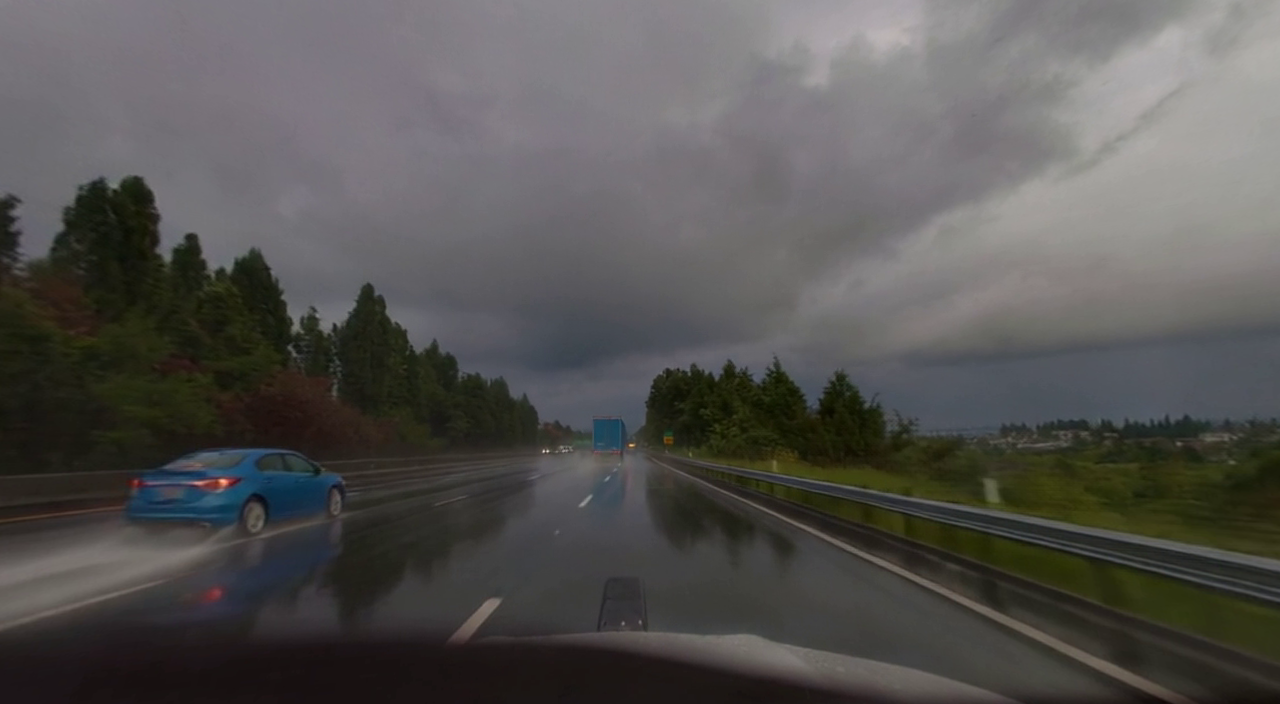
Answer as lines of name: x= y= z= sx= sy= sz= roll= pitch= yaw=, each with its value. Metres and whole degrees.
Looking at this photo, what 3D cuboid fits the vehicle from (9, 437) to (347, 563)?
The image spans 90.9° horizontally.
vehicle: x=-6.749 y=2.178 z=10.069 sx=1.938 sy=1.507 sz=4.557 roll=0 pitch=-9 yaw=0
